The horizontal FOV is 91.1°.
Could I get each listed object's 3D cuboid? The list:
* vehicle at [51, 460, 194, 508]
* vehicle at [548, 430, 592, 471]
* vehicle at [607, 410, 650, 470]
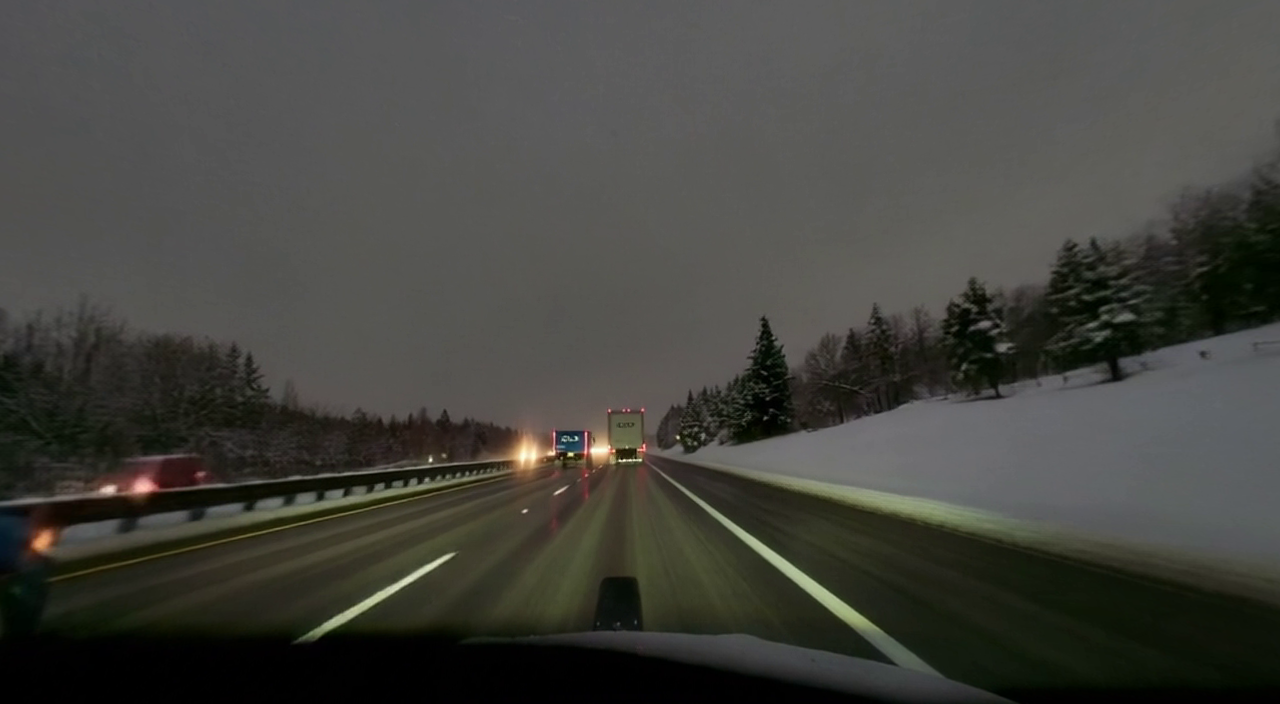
[{"bbox_3d":[-17.766,4.505,21.851,1.756,1.446,3.768,0,-9,-1],"label":"vehicle"},{"bbox_3d":[-4.914,7.037,45.023,2.529,2.697,5.935,0,-9,-1],"label":"vehicle"},{"bbox_3d":[-0.886,6.656,47.018,2.923,4.007,9.760,0,-9,-1],"label":"vehicle"}]
